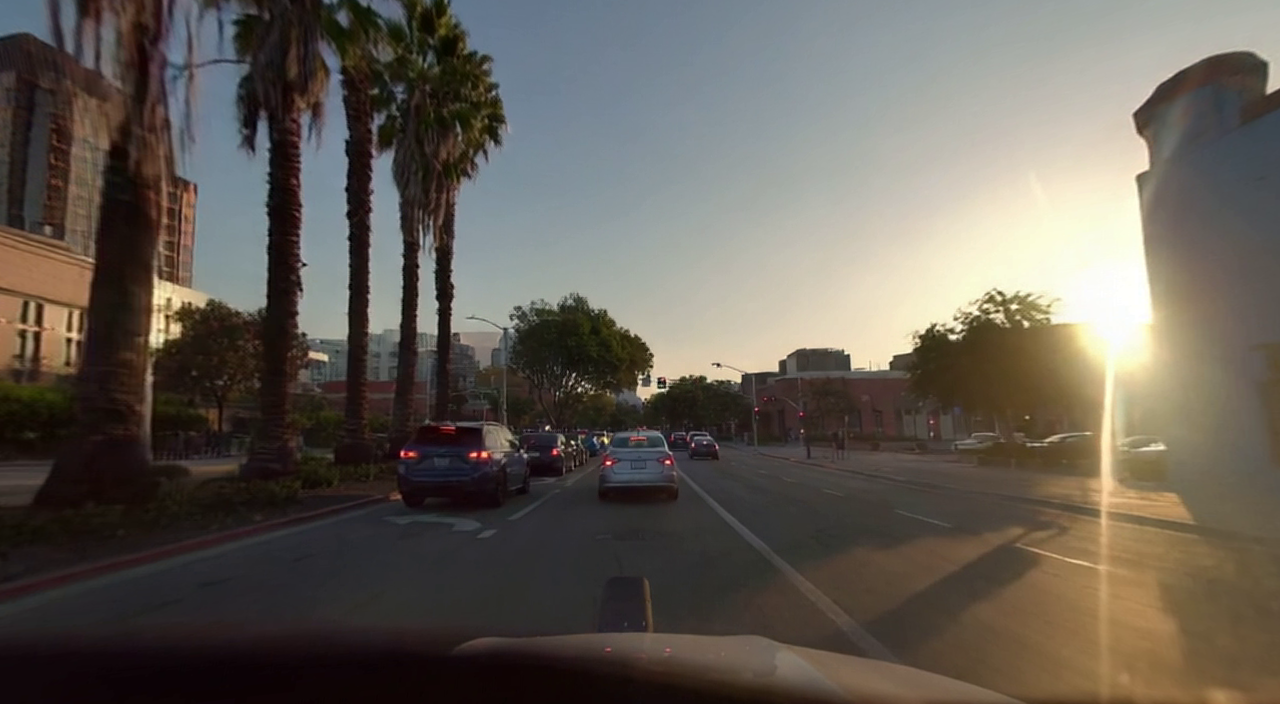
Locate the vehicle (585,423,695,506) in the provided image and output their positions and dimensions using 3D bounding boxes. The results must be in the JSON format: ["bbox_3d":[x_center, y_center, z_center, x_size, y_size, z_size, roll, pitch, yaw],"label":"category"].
[{"bbox_3d":[-0.015,2.483,14.318,2.114,1.585,4.285,0,-8,-1],"label":"vehicle"}]

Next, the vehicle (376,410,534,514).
[{"bbox_3d":[-3.486,2.172,12.852,1.914,1.741,4.398,0,-8,-1],"label":"vehicle"}]

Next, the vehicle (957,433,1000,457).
[{"bbox_3d":[25.853,7.127,48.280,1.882,1.672,3.957,-2,-9,14],"label":"vehicle"}]

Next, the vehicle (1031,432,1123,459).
[{"bbox_3d":[25.418,5.454,36.732,3.914,1.427,1.779,-2,-8,5],"label":"vehicle"}]
